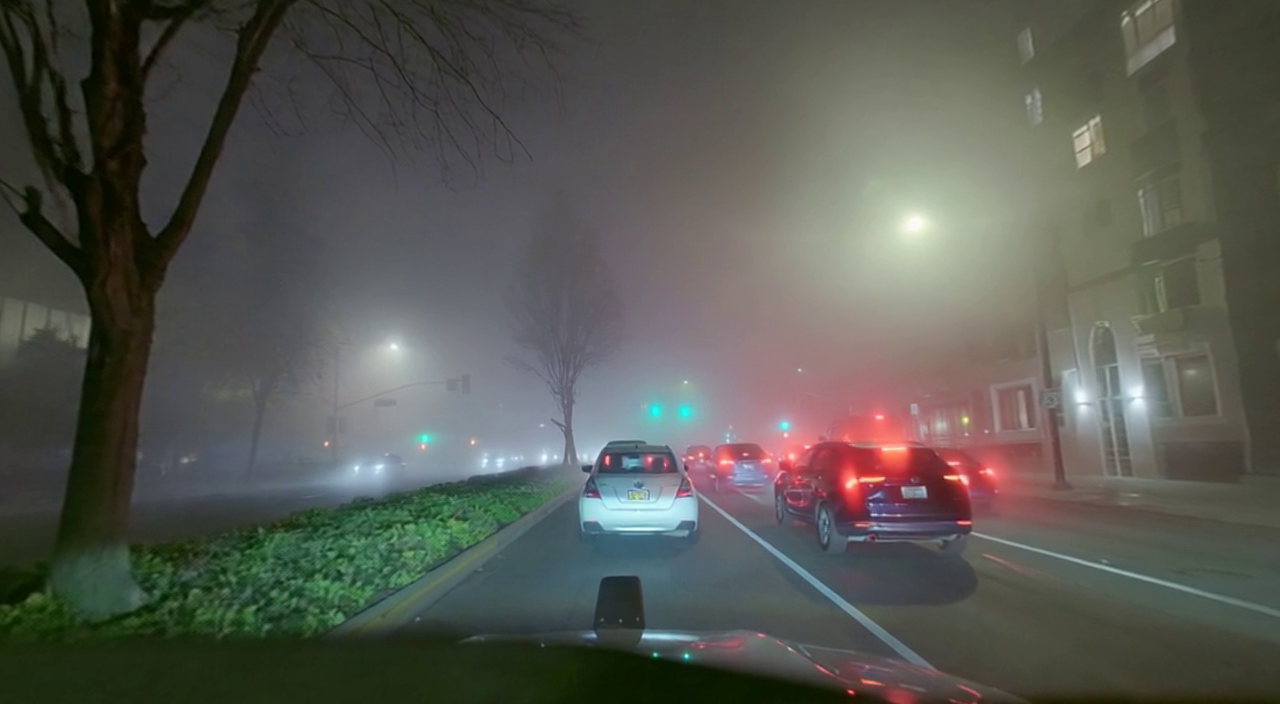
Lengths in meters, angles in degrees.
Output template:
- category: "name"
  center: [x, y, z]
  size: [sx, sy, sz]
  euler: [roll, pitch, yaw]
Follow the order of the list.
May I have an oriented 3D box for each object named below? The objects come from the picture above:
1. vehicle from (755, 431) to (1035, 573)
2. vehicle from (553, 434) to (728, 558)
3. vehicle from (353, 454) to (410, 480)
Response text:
- category: "vehicle"
  center: [3.126, 1.924, 9.022]
  size: [1.995, 1.483, 4.533]
  euler: [0, -8, -2]
- category: "vehicle"
  center: [-0.043, 2.047, 9.745]
  size: [2.105, 1.474, 4.127]
  euler: [0, -8, -1]
- category: "vehicle"
  center: [-16.648, 7.393, 40.929]
  size: [1.864, 1.489, 4.346]
  euler: [0, -8, 0]
